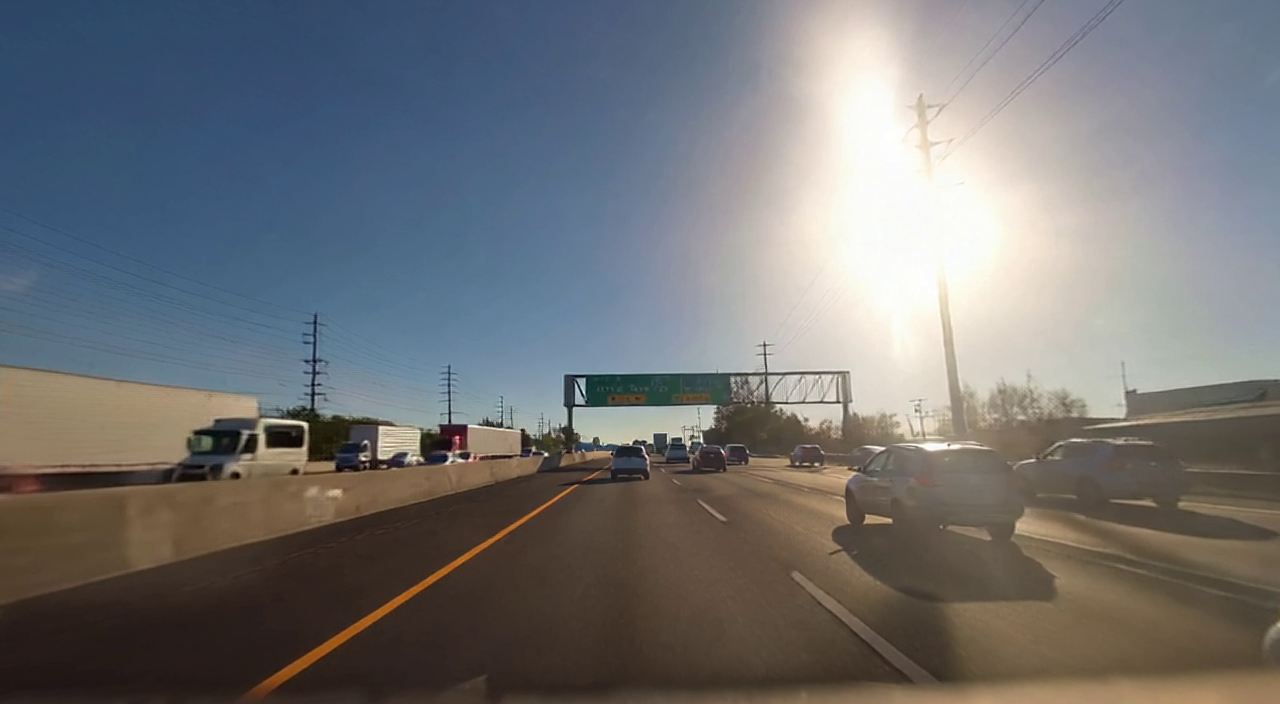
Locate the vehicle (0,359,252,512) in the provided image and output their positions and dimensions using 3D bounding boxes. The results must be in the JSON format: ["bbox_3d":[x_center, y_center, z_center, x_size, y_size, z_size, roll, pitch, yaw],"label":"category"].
[{"bbox_3d":[-18.438,2.730,20.242,3.134,3.965,14.329,0,-8,-1],"label":"vehicle"}]

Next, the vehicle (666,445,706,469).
[{"bbox_3d":[2.880,6.667,40.290,2.115,1.481,3.968,0,-8,-2],"label":"vehicle"}]

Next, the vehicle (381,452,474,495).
[{"bbox_3d":[-8.239,4.714,24.974,2.086,1.477,4.438,0,-8,0],"label":"vehicle"}]

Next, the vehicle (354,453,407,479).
[{"bbox_3d":[-18.349,8.019,44.855,1.866,1.689,4.569,0,-8,-1],"label":"vehicle"}]

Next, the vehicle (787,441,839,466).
[{"bbox_3d":[10.854,6.396,40.005,1.901,1.485,4.483,0,-8,-2],"label":"vehicle"}]

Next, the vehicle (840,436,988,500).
[{"bbox_3d":[7.042,3.013,16.813,1.958,1.473,4.201,0,-8,-1],"label":"vehicle"}]

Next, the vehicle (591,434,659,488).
[{"bbox_3d":[-0.520,3.997,23.513,2.298,1.809,4.359,0,-8,-1],"label":"vehicle"}]

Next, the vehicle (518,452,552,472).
[{"bbox_3d":[-8.151,8.576,49.484,1.897,1.470,4.474,0,-8,0],"label":"vehicle"}]

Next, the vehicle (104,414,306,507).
[{"bbox_3d":[-14.948,3.777,22.531,2.350,2.794,6.786,0,-8,0],"label":"vehicle"}]

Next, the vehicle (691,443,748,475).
[{"bbox_3d":[3.868,5.293,31.520,1.934,1.461,4.368,1,-9,-5],"label":"vehicle"}]

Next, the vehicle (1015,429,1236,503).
[{"bbox_3d":[11.320,2.672,15.212,1.944,1.505,4.138,0,-8,-2],"label":"vehicle"}]
